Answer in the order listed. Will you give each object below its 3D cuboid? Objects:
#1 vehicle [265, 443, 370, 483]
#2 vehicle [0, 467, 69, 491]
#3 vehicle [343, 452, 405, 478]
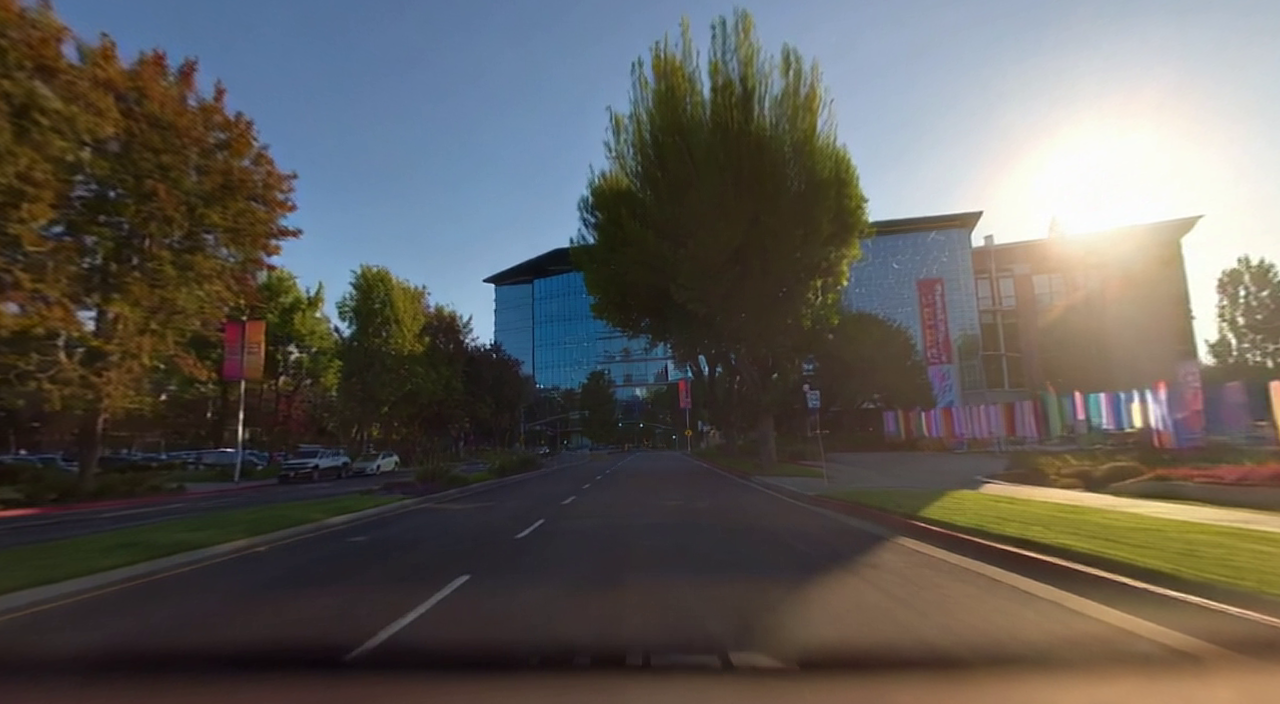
[{"bbox_3d":[-17.386,6.005,34.346,2.617,1.997,5.830,0,-9,0],"label":"vehicle"},{"bbox_3d":[-47.787,9.929,49.201,1.997,1.624,4.576,-3,-9,-4],"label":"vehicle"},{"bbox_3d":[-17.521,7.427,41.582,1.933,1.521,4.771,0,-9,1],"label":"vehicle"}]
